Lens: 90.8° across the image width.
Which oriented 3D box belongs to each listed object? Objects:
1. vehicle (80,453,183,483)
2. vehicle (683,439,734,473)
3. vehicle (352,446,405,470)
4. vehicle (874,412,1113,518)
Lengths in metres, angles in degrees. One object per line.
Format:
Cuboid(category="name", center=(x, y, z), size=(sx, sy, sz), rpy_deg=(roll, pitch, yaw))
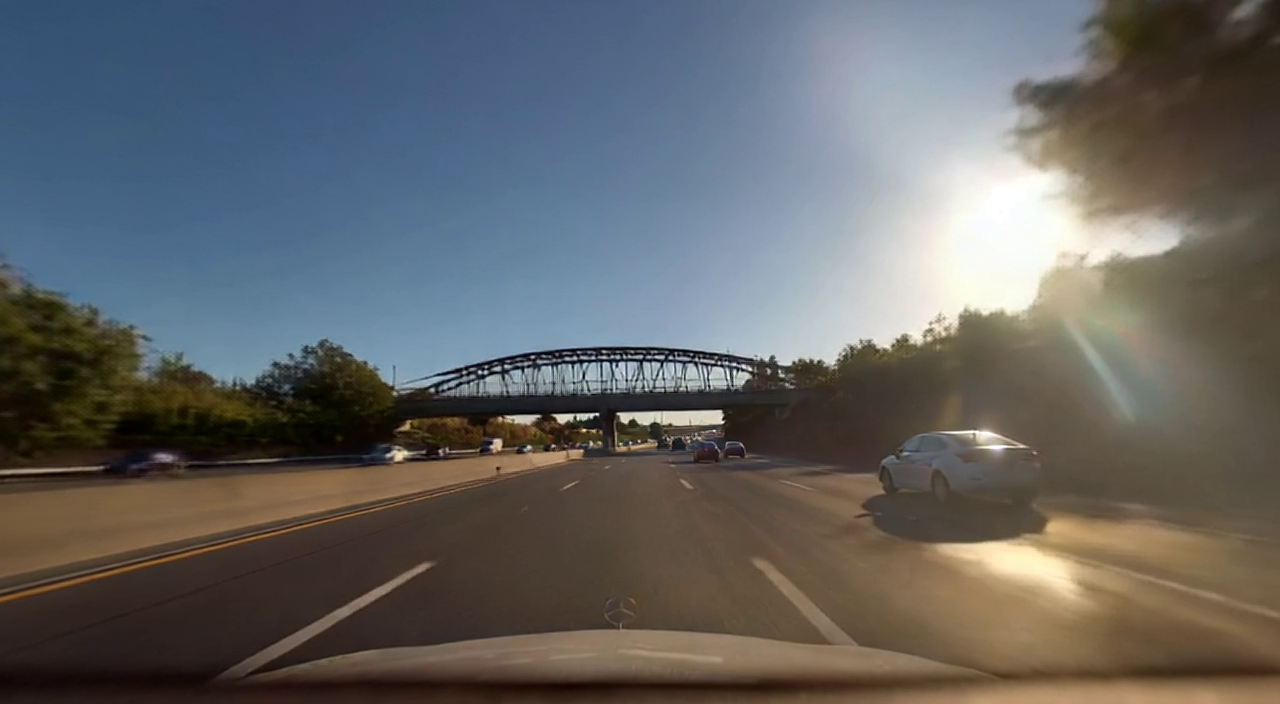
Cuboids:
Cuboid(category="vehicle", center=(-27.710, 6.286, 34.653), size=(1.883, 1.471, 4.502), rpy_deg=(-1, -9, 0))
Cuboid(category="vehicle", center=(3.210, 4.974, 30.338), size=(1.981, 1.471, 4.342), rpy_deg=(-1, -9, 0))
Cuboid(category="vehicle", center=(-19.840, 8.063, 48.195), size=(1.986, 1.730, 4.558), rpy_deg=(-1, -9, 1))
Cuboid(category="vehicle", center=(7.035, 2.326, 13.426), size=(2.087, 1.806, 4.946), rpy_deg=(0, -9, -1))
